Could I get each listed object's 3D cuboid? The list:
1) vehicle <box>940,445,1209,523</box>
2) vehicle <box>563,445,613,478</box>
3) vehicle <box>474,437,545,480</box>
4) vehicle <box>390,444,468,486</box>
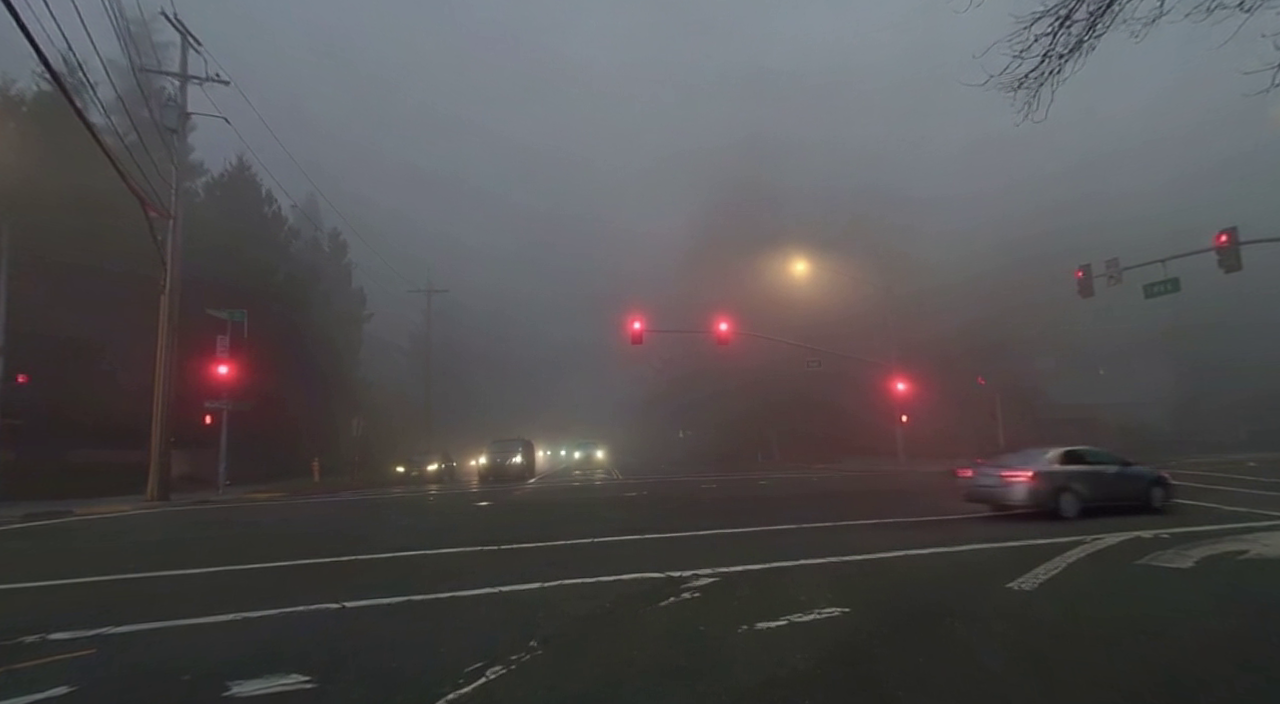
[{"bbox_3d":[8.955,2.650,13.169,4.443,1.367,2.197,2,-9,-16],"label":"vehicle"},{"bbox_3d":[-2.426,5.281,30.834,2.174,1.477,4.805,0,-9,-2],"label":"vehicle"},{"bbox_3d":[-6.391,5.295,31.690,2.479,1.977,5.254,0,-9,-1],"label":"vehicle"},{"bbox_3d":[-10.168,5.458,30.890,2.241,1.819,4.690,0,-9,-1],"label":"vehicle"}]
